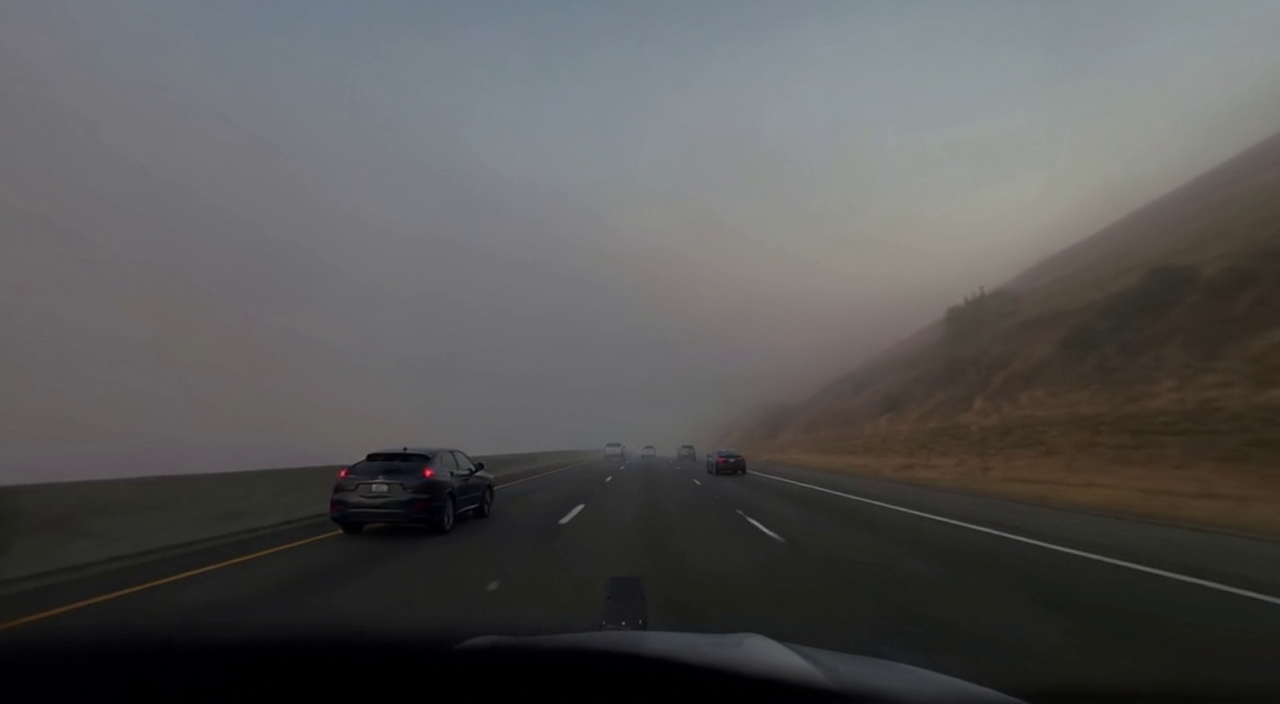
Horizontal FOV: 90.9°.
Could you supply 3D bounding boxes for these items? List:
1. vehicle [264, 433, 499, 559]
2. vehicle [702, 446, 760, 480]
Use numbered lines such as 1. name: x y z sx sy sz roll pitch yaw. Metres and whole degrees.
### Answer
1. vehicle: -3.627 2.061 9.777 1.910 1.521 3.930 0 -8 1
2. vehicle: 3.965 4.882 27.972 1.976 1.352 3.602 0 -8 -1
